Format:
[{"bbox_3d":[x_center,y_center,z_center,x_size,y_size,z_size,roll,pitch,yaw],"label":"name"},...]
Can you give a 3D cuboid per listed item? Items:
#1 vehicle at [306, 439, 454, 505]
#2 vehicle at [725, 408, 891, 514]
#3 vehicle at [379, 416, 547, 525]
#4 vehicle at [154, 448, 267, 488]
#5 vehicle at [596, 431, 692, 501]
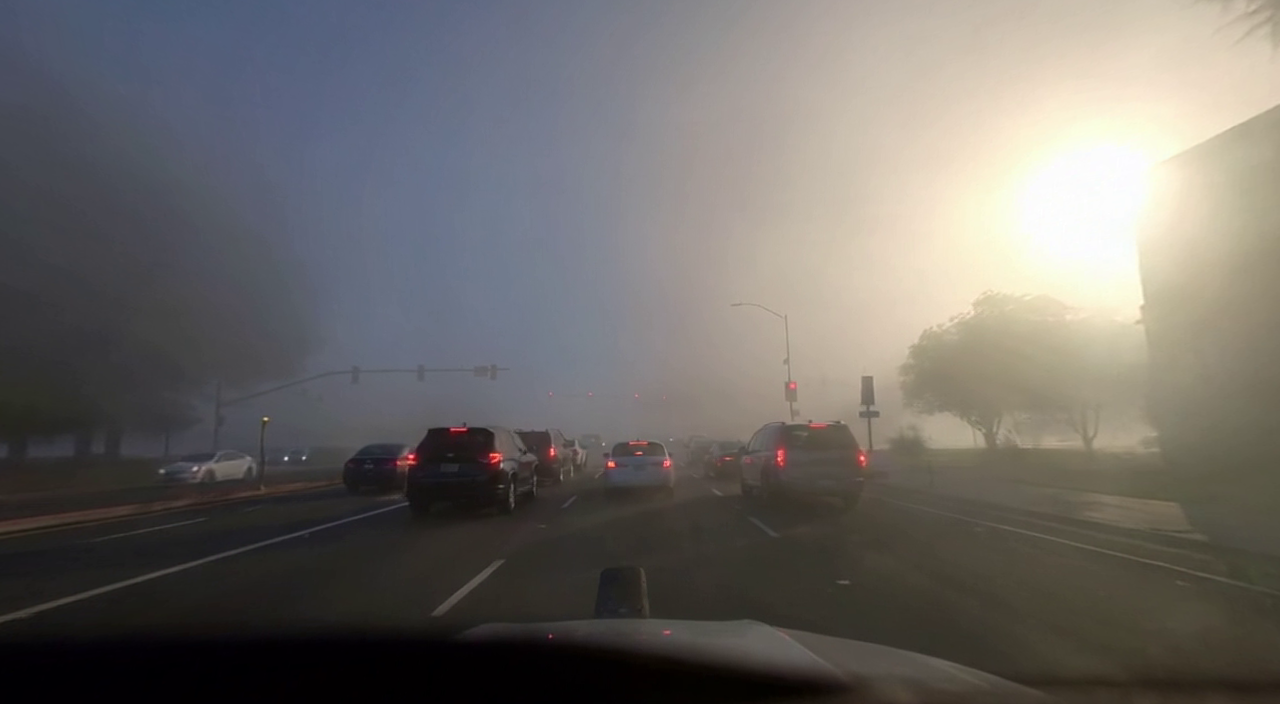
[{"bbox_3d":[-6.533,3.036,16.435,1.926,1.465,4.620,0,-8,0],"label":"vehicle"},{"bbox_3d":[3.276,2.265,13.454,2.141,1.833,4.704,0,-8,-2],"label":"vehicle"},{"bbox_3d":[-3.117,2.183,12.084,1.912,1.703,4.261,0,-8,1],"label":"vehicle"},{"bbox_3d":[-21.526,5.782,31.855,2.219,1.786,5.705,1,-8,-6],"label":"vehicle"},{"bbox_3d":[0.068,2.694,15.213,2.021,1.461,3.862,0,-8,-1],"label":"vehicle"}]
